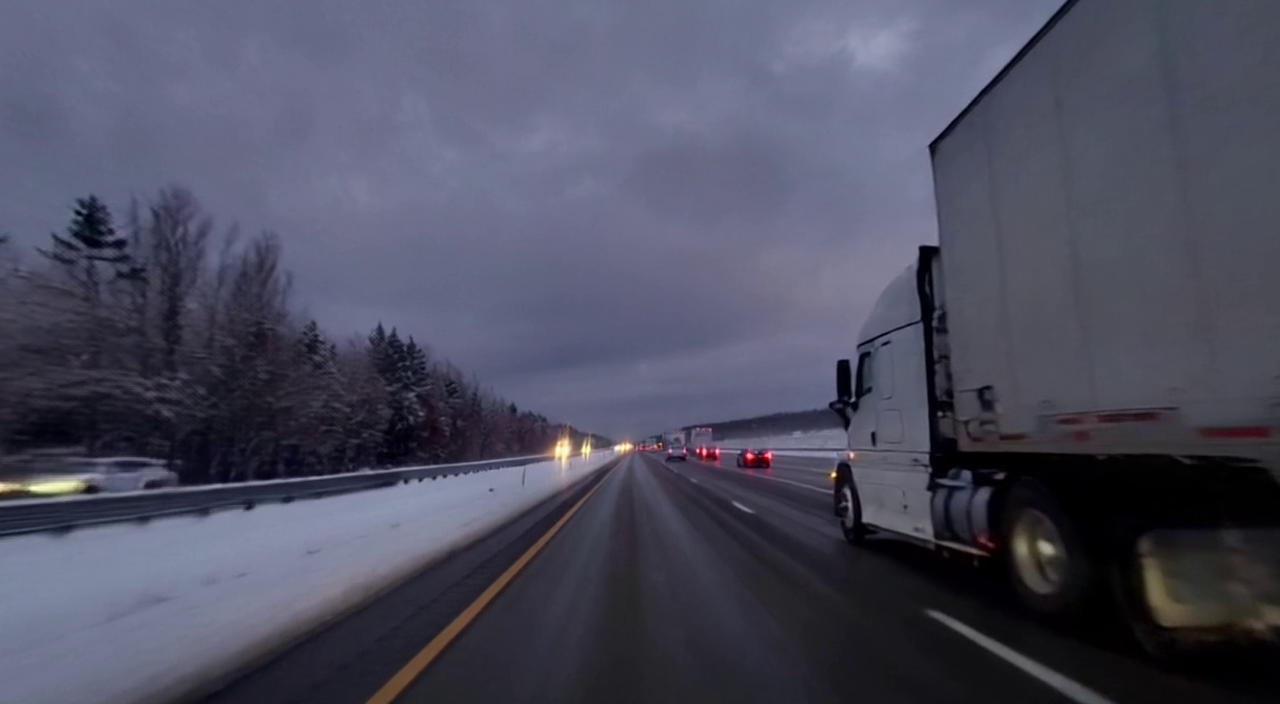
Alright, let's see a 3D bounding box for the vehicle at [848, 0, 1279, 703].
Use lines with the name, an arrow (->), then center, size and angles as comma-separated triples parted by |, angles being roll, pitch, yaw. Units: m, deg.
vehicle -> 4.004, -0.293, 1.858 | 3.015, 3.877, 10.370 | 0, -9, -1
